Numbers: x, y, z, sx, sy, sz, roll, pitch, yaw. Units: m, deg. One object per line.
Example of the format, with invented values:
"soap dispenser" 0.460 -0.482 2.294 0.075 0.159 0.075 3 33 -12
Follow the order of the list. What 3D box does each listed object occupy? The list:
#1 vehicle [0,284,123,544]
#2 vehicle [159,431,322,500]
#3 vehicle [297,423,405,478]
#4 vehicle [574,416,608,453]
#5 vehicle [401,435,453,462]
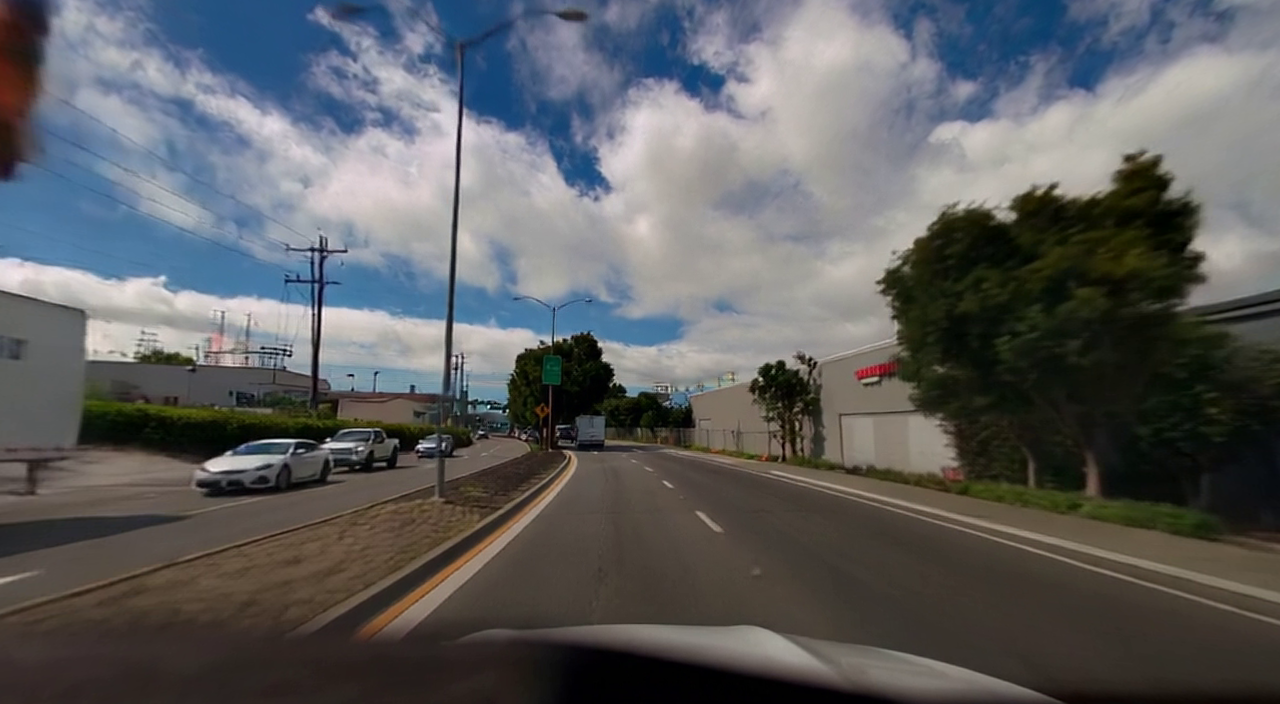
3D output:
"vehicle" -10.176 0.471 5.825 3.012 3.547 9.604 0 -8 -3
"vehicle" -10.585 2.984 17.122 1.926 1.610 4.079 0 -8 -3
"vehicle" -11.224 3.854 25.000 2.198 1.916 5.296 1 -8 -5
"vehicle" -3.911 6.488 49.635 2.276 2.706 5.232 1 -8 -9
"vehicle" -12.302 5.583 36.682 1.897 1.515 3.986 1 -8 -5
